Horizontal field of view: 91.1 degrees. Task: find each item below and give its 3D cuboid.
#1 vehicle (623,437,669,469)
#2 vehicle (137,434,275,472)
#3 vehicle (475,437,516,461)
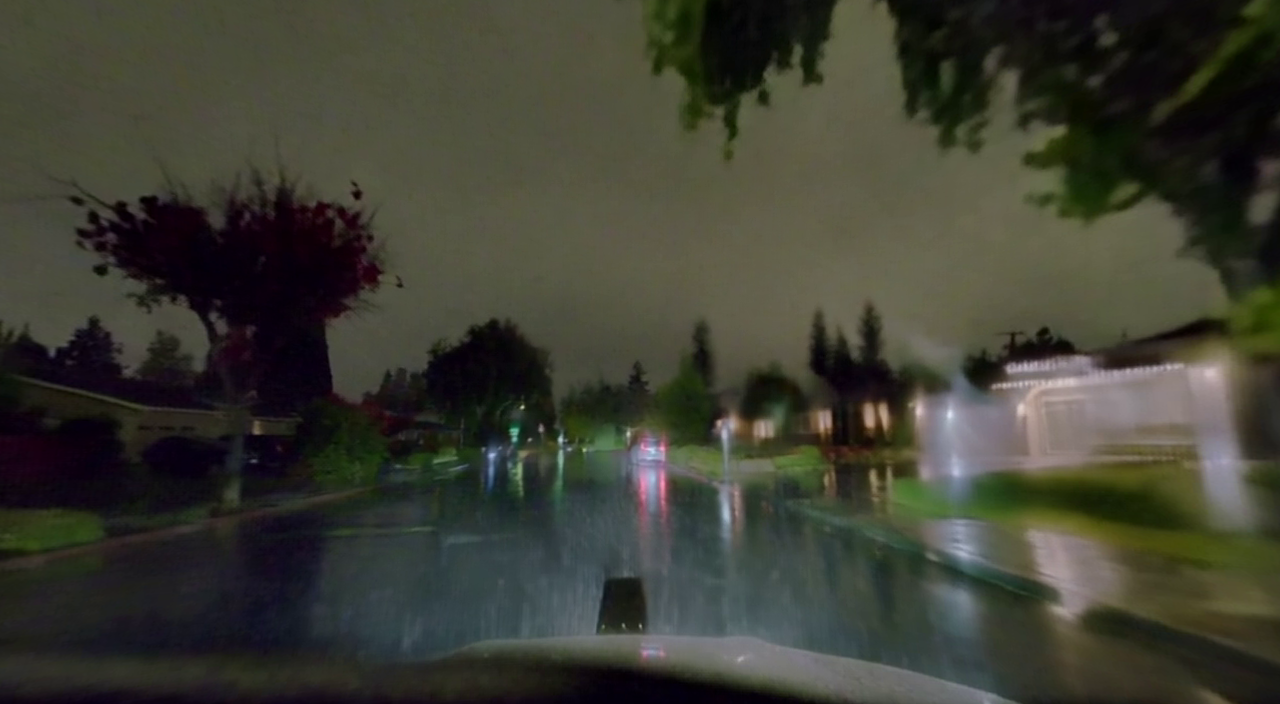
[{"bbox_3d":[0.202,5.092,31.997,2.088,1.429,4.796,0,-7,-2],"label":"vehicle"},{"bbox_3d":[-18.041,4.213,26.240,4.344,1.483,1.928,-1,-8,2],"label":"vehicle"},{"bbox_3d":[-10.501,7.135,45.945,1.943,1.433,4.717,-6,-9,-3],"label":"vehicle"}]
